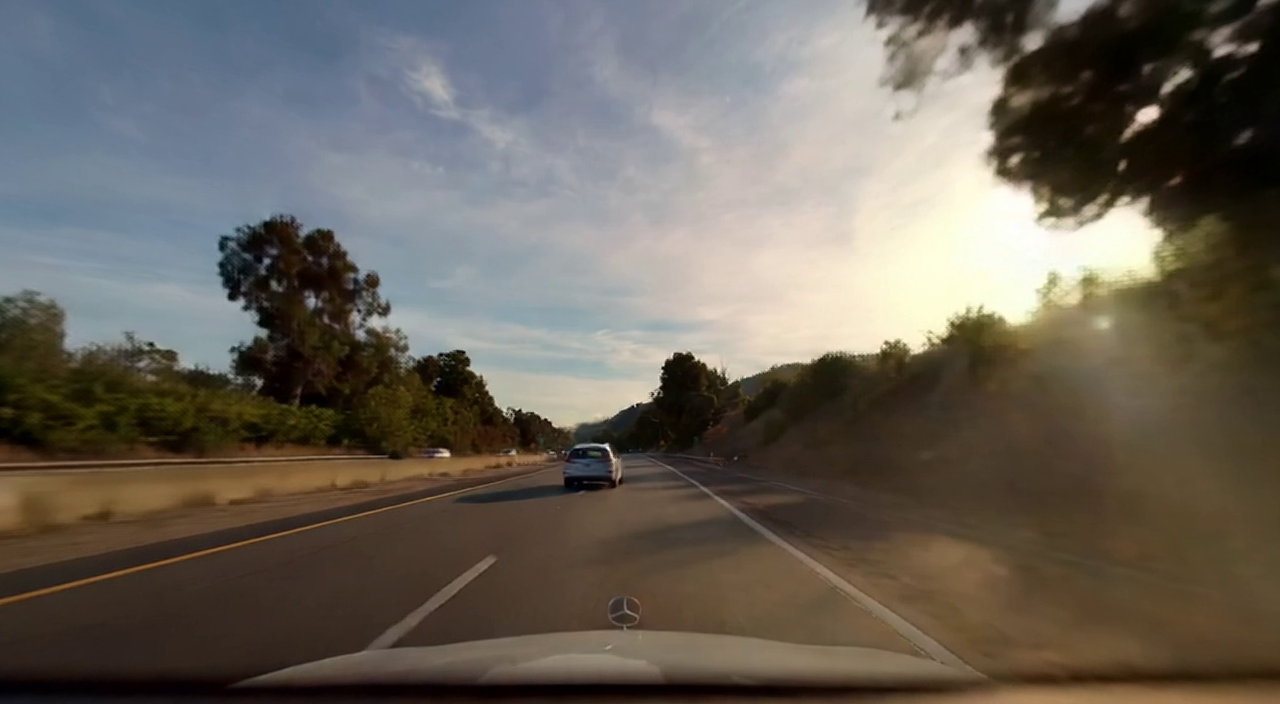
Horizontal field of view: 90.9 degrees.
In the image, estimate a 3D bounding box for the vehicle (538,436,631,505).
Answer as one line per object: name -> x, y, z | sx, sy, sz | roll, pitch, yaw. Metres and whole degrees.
vehicle -> -1.424, 3.317, 18.045 | 2.135, 1.686, 4.517 | -1, -9, 2
